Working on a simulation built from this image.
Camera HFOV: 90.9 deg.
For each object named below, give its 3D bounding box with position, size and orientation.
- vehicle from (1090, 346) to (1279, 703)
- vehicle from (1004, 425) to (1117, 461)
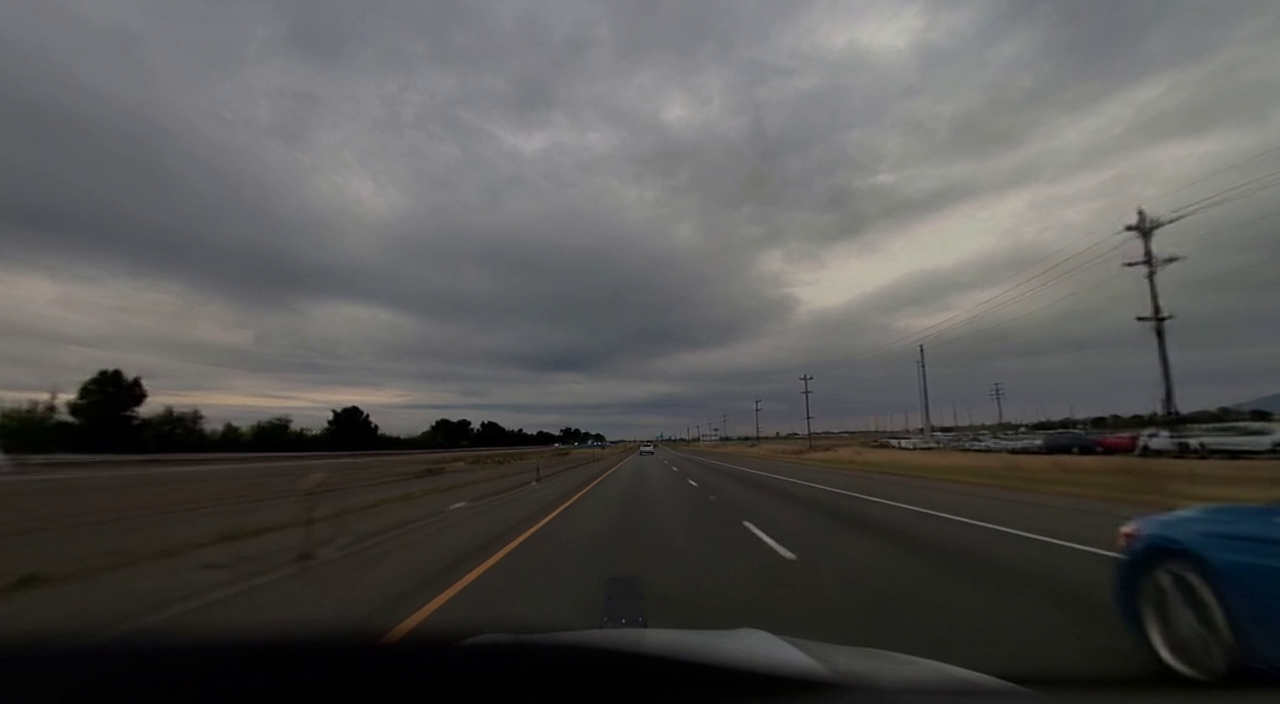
[{"bbox_3d":[3.510,0.603,1.070,2.044,1.658,4.640,0,-8,0],"label":"vehicle"},{"bbox_3d":[32.106,7.034,48.672,2.717,2.508,8.501,0,-9,-1],"label":"vehicle"}]
